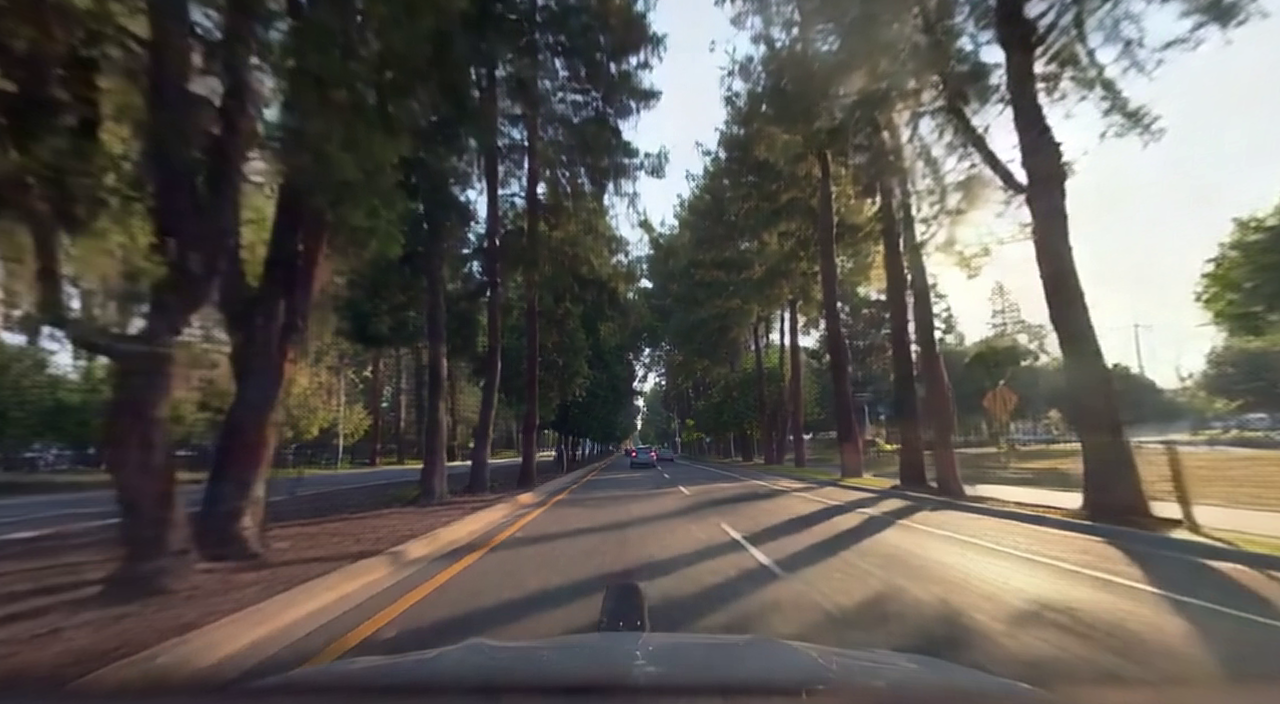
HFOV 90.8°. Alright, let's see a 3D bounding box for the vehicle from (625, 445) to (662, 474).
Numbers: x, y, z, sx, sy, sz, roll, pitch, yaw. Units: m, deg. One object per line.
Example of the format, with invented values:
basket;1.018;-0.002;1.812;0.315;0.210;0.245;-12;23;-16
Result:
vehicle;0.151;6.377;37.597;2.048;1.584;4.393;1;-9;-1
